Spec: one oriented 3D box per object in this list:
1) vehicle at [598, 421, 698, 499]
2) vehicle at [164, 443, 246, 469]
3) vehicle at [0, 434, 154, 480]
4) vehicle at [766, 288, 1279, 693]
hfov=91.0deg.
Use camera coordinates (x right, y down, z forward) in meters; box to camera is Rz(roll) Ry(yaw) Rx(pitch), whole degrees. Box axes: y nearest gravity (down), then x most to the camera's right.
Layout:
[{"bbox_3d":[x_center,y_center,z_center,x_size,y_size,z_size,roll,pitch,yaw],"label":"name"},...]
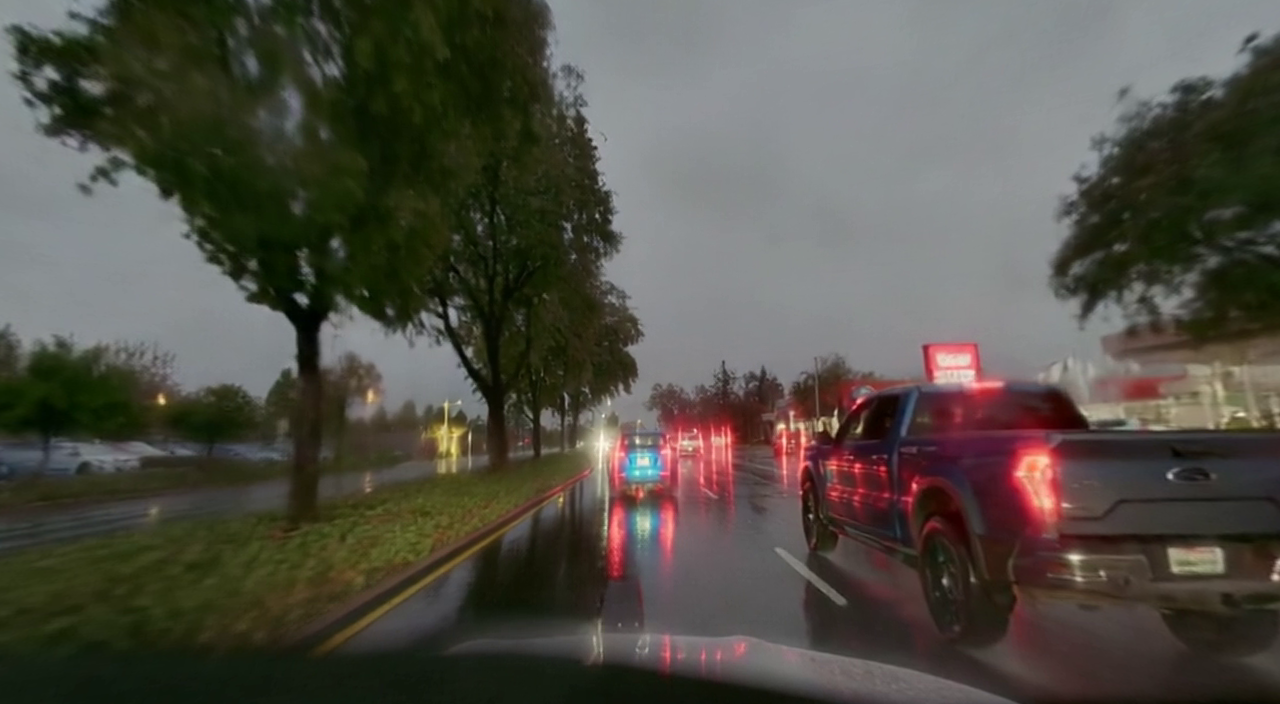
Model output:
[{"bbox_3d":[0.159,2.619,15.592,2.145,1.650,4.021,0,-8,0],"label":"vehicle"},{"bbox_3d":[-28.119,6.754,40.765,3.894,1.527,1.872,-1,-10,-1],"label":"vehicle"},{"bbox_3d":[-32.204,5.975,35.994,2.664,2.215,7.903,-3,-9,-1],"label":"vehicle"},{"bbox_3d":[3.306,1.134,6.341,2.731,2.101,6.047,0,-8,-1],"label":"vehicle"}]
